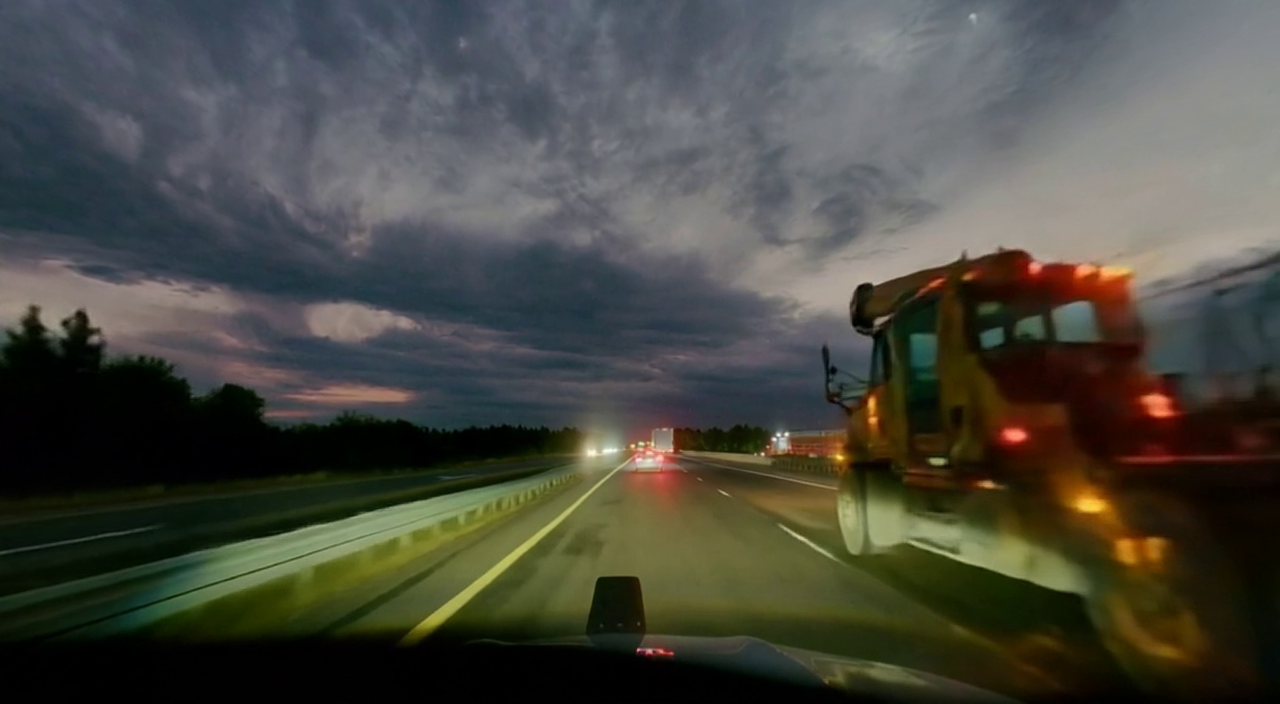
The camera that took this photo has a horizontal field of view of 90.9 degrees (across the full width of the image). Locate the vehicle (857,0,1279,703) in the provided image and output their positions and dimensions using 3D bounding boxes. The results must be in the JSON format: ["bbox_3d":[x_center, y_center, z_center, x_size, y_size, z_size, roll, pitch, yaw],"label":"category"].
[{"bbox_3d":[4.156,-0.040,3.234,3.089,3.568,8.101,0,-9,0],"label":"vehicle"}]

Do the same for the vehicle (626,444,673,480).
[{"bbox_3d":[0.428,5.173,29.829,2.045,1.527,4.023,0,-9,0],"label":"vehicle"}]
